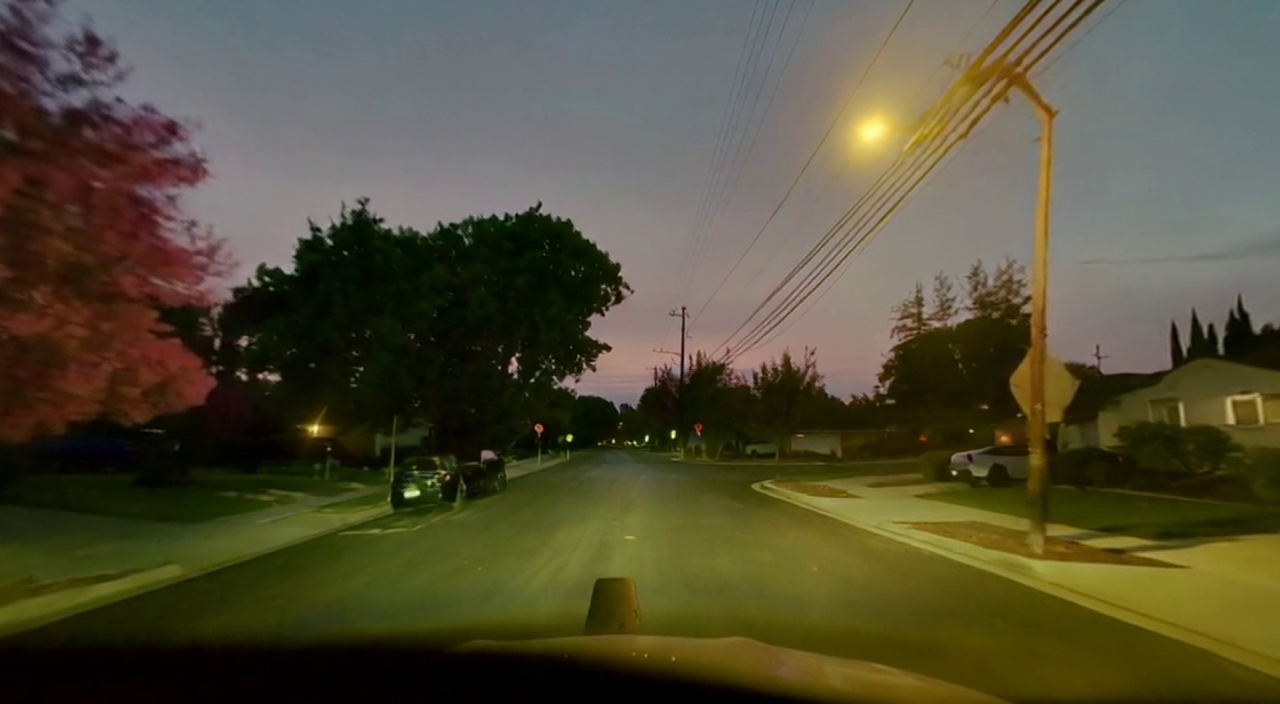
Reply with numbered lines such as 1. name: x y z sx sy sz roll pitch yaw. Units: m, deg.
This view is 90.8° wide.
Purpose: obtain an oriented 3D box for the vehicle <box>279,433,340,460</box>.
1. vehicle: -19.790 5.644 37.753 4.472 1.492 1.870 -8 -12 44

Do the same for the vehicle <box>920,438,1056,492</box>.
1. vehicle: 11.371 3.697 21.092 1.881 1.574 4.670 0 -8 0

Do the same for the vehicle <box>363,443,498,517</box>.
1. vehicle: -5.038 3.098 15.954 1.938 1.508 4.481 0 -7 -1
